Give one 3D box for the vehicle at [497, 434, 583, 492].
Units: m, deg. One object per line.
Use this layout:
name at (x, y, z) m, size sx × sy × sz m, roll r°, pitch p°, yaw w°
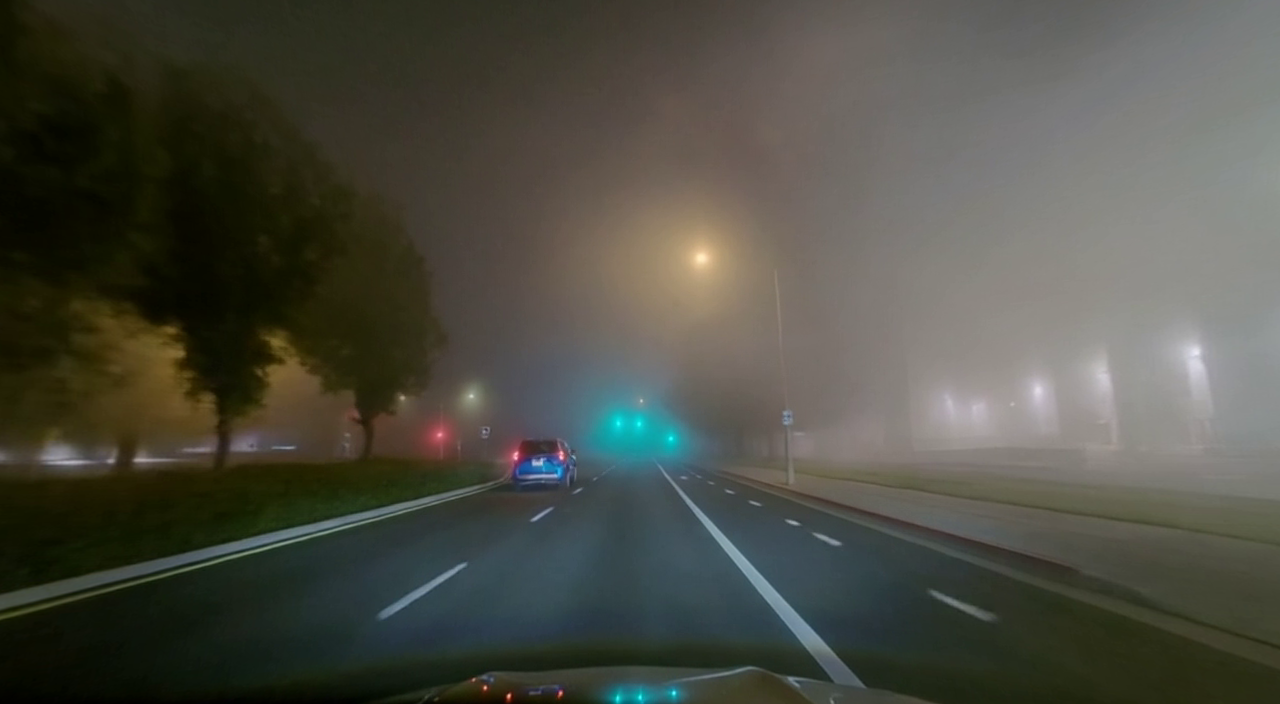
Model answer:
vehicle at (-3.217, 3.660, 21.232) m, size 2.121 × 1.724 × 4.392 m, roll 0°, pitch -9°, yaw 1°
